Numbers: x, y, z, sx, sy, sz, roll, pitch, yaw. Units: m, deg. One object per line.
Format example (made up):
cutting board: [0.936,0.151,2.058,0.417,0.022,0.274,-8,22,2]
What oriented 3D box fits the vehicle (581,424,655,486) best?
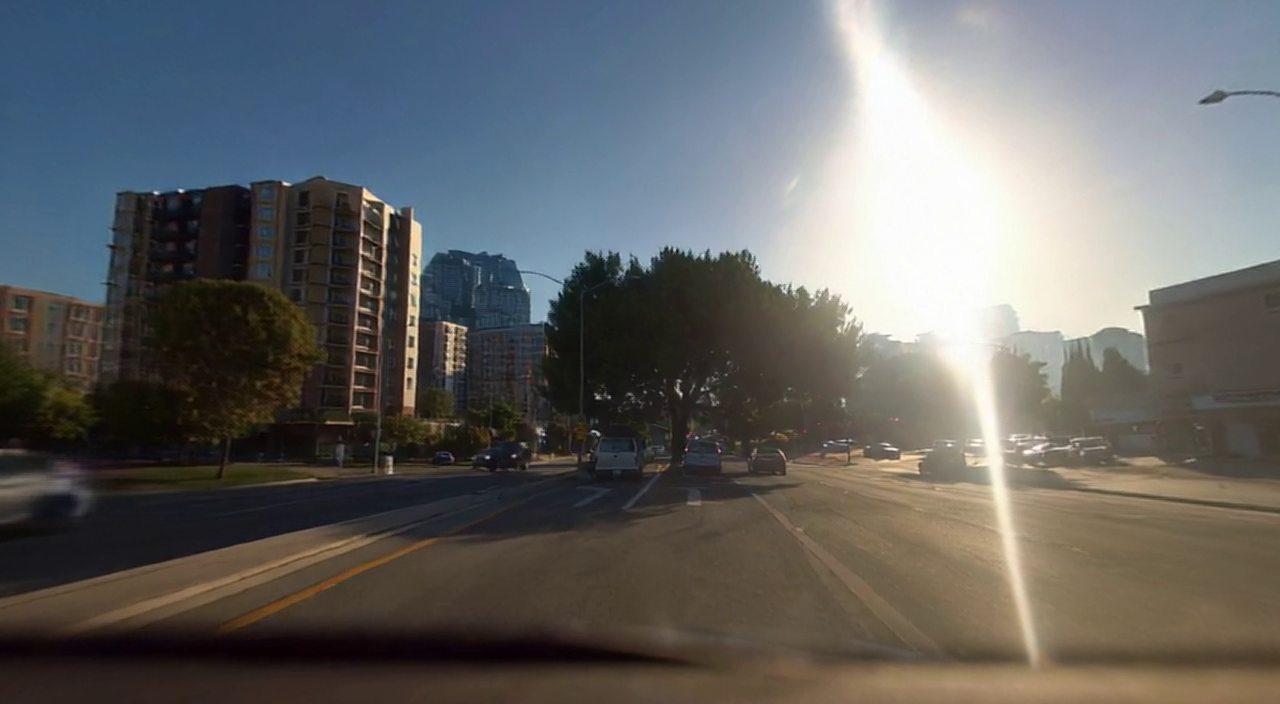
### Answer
vehicle: [-0.726,3.999,24.697,2.396,2.143,4.824,-1,-9,4]

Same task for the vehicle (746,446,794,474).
vehicle: [7.541,6.296,37.003,2.075,1.486,4.316,0,-9,3]

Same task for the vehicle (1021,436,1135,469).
vehicle: [26.344,6.071,38.126,5.050,1.756,2.206,-3,-10,6]

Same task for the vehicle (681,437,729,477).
vehicle: [3.230,5.284,31.959,2.222,1.841,4.031,-1,-9,4]

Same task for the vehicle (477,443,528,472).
vehicle: [-8.806,6.786,40.808,2.098,1.760,4.654,0,-9,3]

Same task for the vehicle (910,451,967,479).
vehicle: [17.227,6.501,36.570,1.706,1.474,3.761,-1,-9,5]
